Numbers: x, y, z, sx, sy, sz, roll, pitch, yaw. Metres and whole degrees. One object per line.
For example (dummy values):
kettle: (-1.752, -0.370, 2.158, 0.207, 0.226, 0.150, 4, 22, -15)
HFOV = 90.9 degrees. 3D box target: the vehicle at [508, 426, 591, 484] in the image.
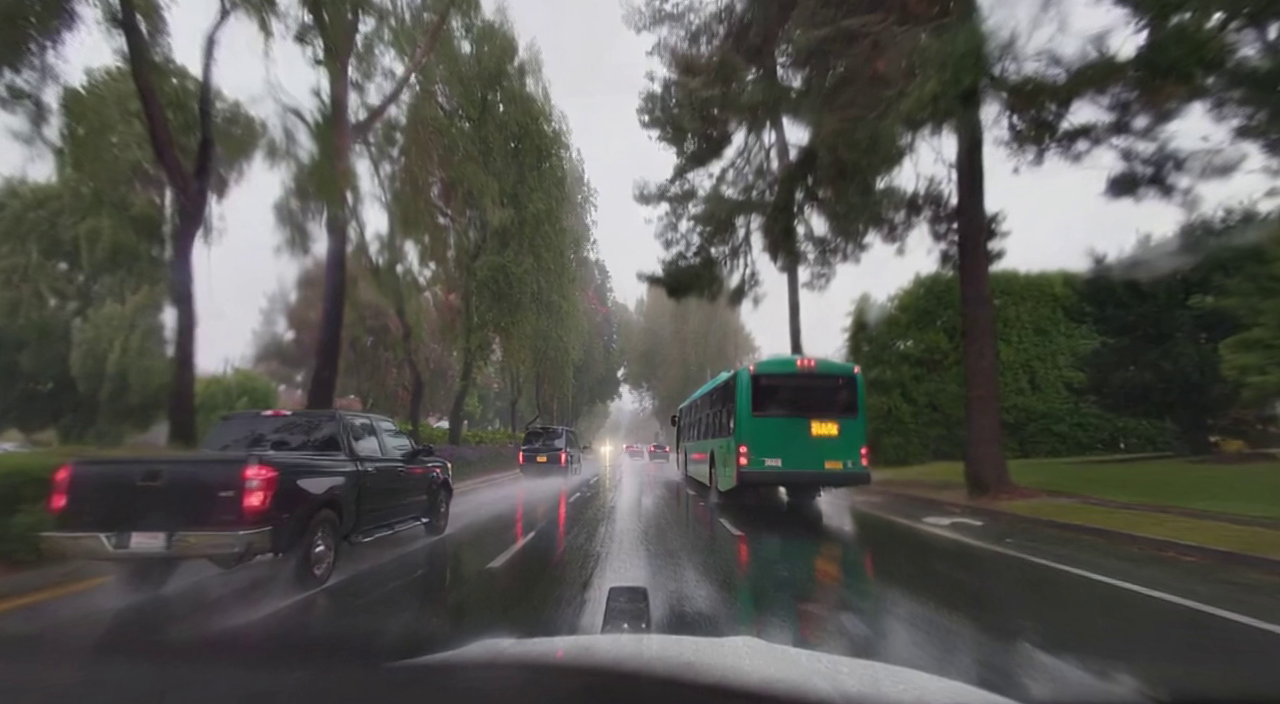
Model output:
vehicle: (-3.478, 4.153, 25.622, 2.513, 2.066, 5.820, 0, -9, 0)

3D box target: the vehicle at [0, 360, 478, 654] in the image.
vehicle: (-3.513, 1.356, 6.633, 2.074, 1.849, 5.137, 0, -9, 2)

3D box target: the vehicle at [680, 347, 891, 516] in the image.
vehicle: (3.212, 2.464, 18.571, 3.059, 3.264, 12.623, 0, -9, -1)
